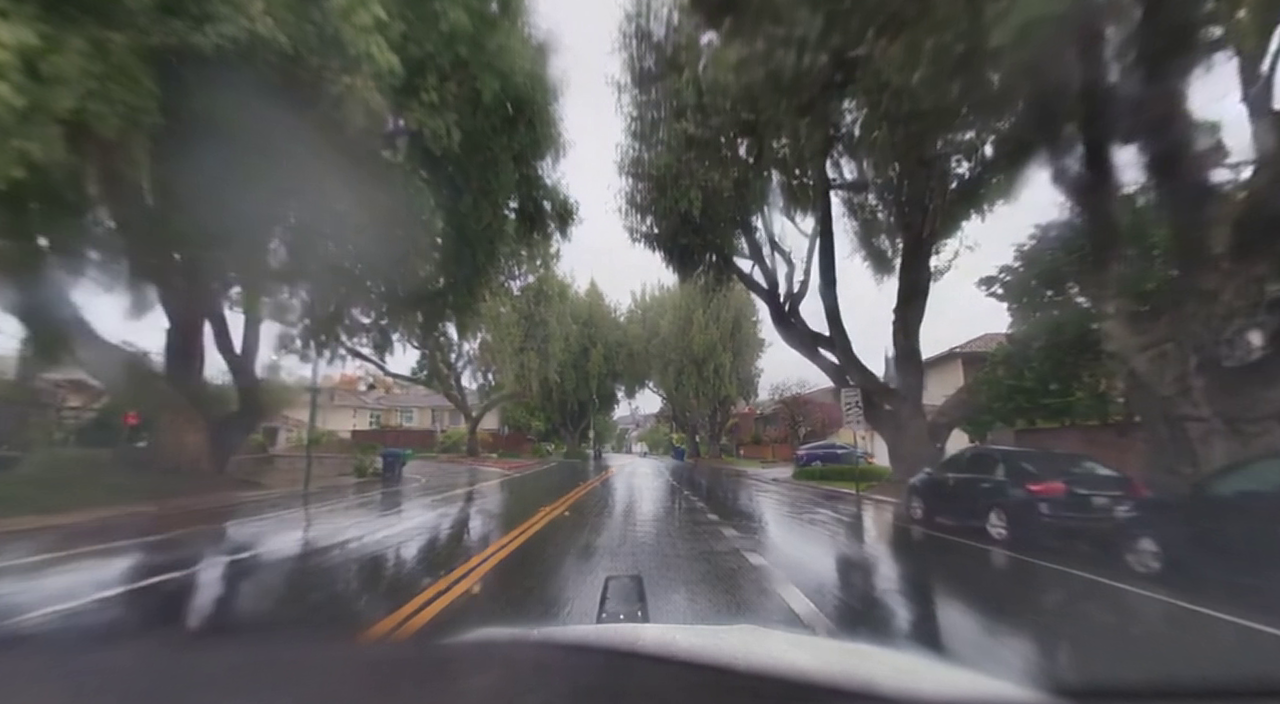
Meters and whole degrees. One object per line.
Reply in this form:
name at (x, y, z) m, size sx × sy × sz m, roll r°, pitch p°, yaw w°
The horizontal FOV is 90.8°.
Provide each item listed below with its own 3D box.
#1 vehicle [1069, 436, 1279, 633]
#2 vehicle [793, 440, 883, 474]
vehicle at (6.025, 1.455, 5.074) m, size 1.893 × 1.543 × 4.434 m, roll 0°, pitch -9°, yaw -2°
vehicle at (11.213, 5.953, 36.065) m, size 4.453 × 1.590 × 1.861 m, roll -3°, pitch -7°, yaw 3°
